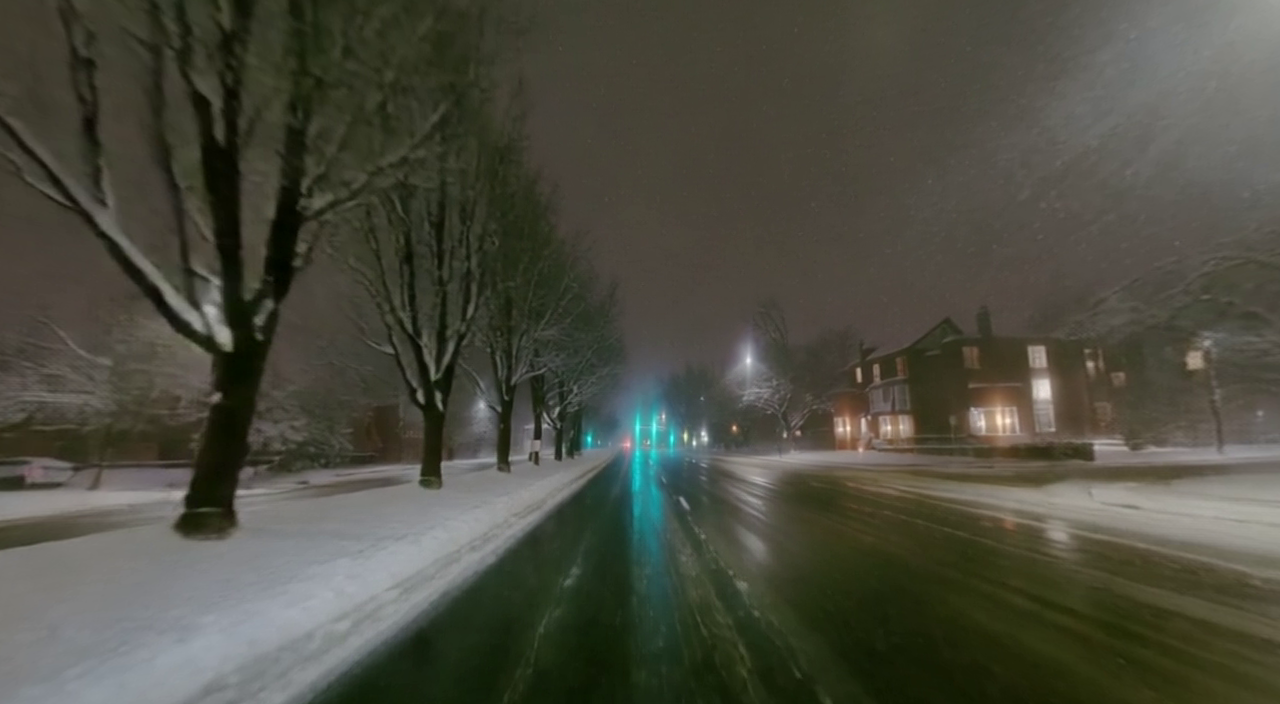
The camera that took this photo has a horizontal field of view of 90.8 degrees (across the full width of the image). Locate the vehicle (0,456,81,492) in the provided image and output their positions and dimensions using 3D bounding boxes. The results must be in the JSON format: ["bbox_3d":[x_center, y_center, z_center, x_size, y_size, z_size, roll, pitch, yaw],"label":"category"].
[{"bbox_3d":[-33.587,6.545,34.052,4.805,1.854,2.103,0,-9,-1],"label":"vehicle"}]
